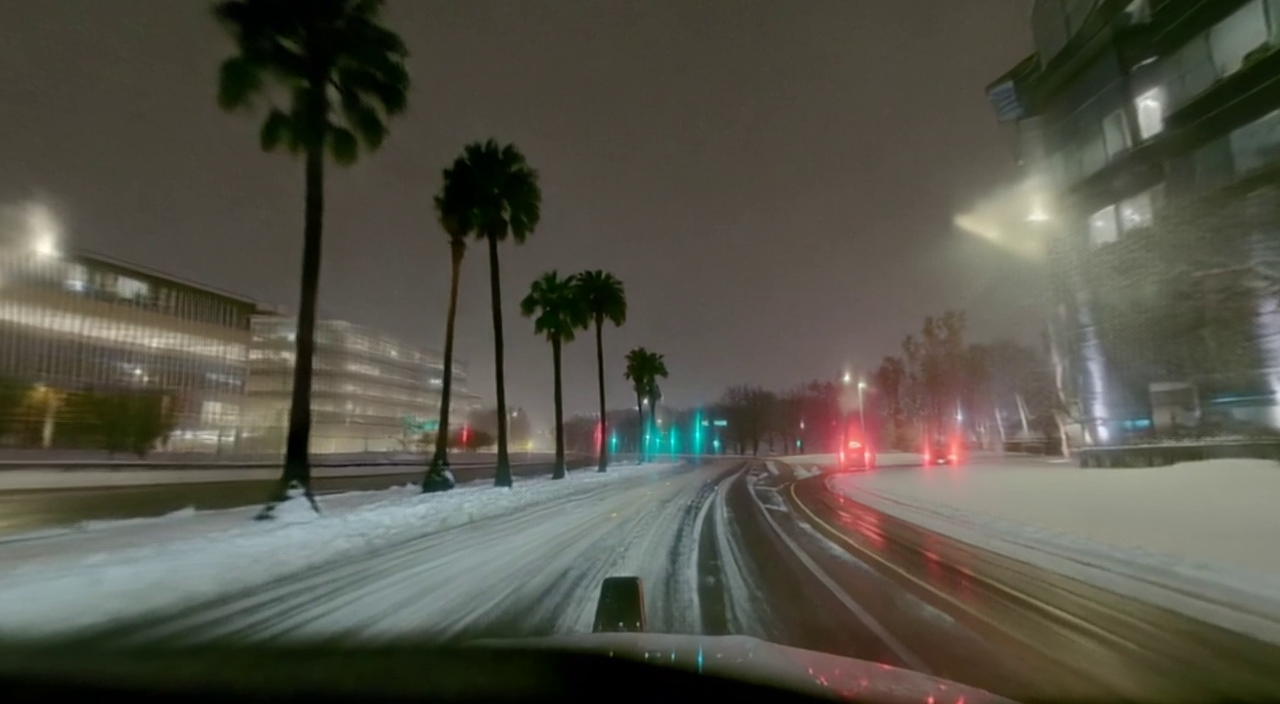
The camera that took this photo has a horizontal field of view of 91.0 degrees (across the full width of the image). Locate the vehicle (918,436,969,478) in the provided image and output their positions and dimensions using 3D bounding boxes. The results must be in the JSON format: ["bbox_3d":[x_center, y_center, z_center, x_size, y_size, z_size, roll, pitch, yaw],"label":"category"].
[{"bbox_3d":[17.666,6.128,36.771,2.219,2.342,1.744,-1,-10,13],"label":"vehicle"}]
